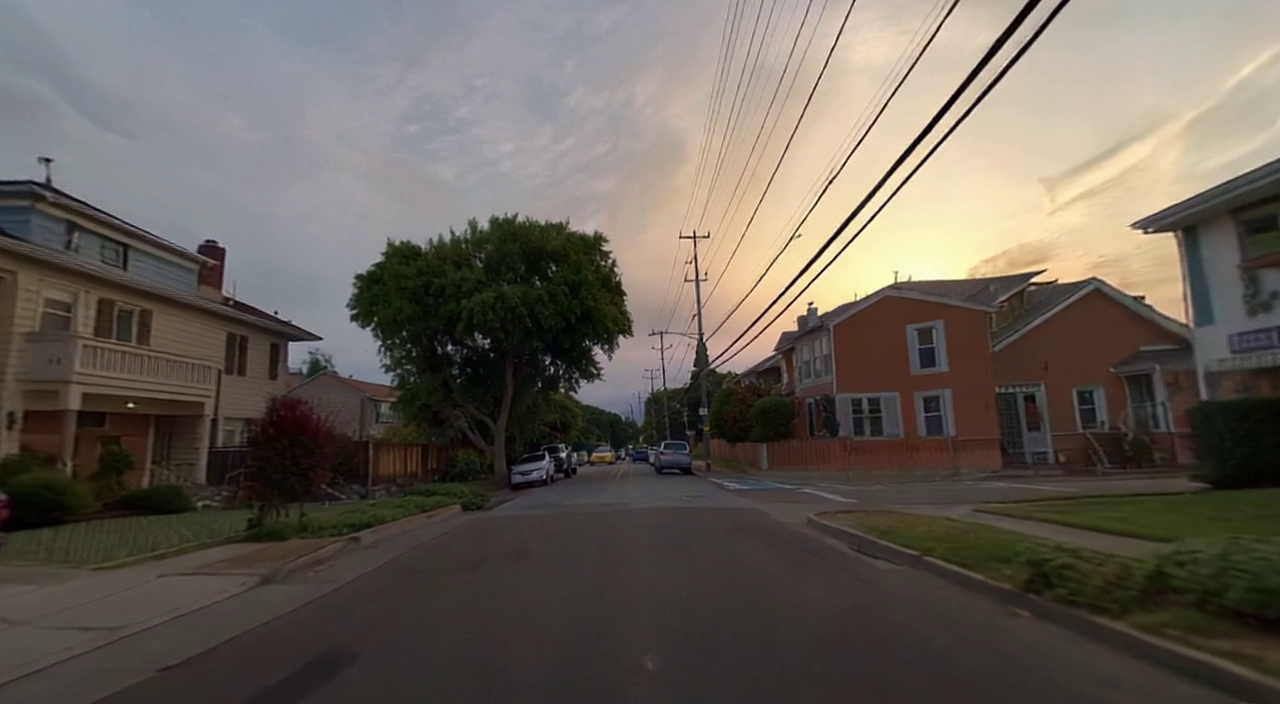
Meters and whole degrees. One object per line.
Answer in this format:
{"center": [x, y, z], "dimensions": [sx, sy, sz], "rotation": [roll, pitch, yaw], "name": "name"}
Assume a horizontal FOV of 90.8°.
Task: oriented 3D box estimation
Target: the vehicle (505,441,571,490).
{"center": [-4.200, 4.719, 26.685], "dimensions": [2.082, 1.759, 4.541], "rotation": [-2, -8, -1], "name": "vehicle"}

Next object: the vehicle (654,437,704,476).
{"center": [2.004, 5.567, 33.992], "dimensions": [2.129, 1.873, 4.471], "rotation": [0, -8, -3], "name": "vehicle"}
